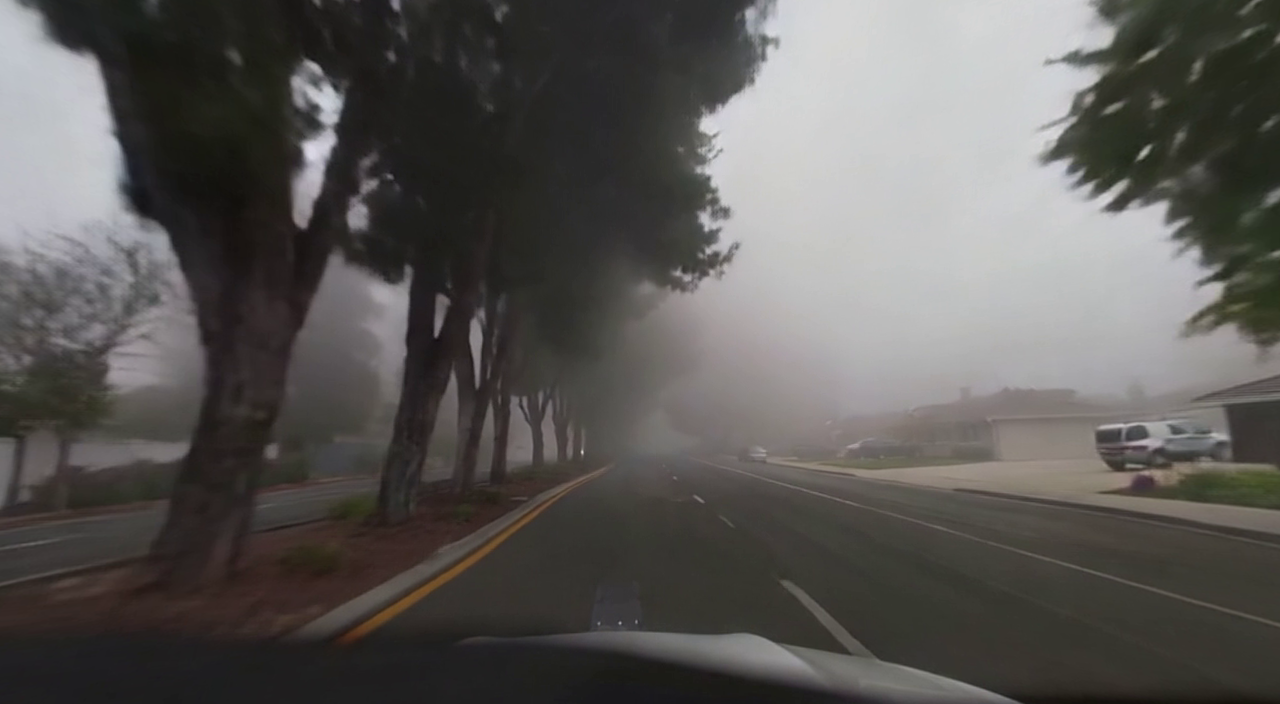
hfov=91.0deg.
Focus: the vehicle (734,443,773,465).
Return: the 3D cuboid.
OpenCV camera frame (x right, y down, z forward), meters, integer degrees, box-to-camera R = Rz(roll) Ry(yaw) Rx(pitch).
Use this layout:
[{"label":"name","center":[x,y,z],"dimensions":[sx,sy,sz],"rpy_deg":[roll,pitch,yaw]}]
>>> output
[{"label":"vehicle","center":[8.625,7.771,48.104],"dimensions":[1.940,1.516,4.319],"rpy_deg":[0,-9,-3]}]
